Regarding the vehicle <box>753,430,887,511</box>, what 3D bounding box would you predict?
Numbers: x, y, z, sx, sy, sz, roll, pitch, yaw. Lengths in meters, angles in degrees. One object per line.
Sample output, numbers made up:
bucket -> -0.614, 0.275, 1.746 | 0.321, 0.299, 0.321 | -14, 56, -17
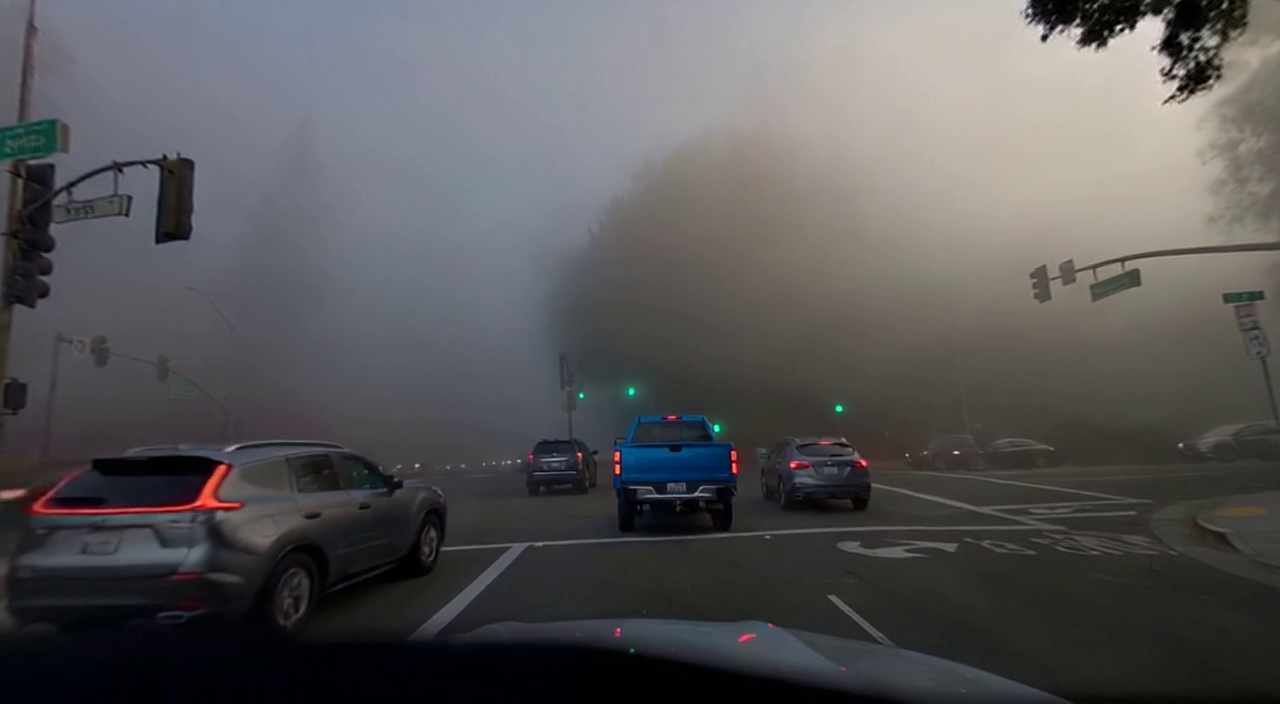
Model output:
vehicle -> 4.129, 2.787, 15.287 | 1.984, 1.659, 4.226 | 0, -8, 0

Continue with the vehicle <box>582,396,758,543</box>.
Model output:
vehicle -> 0.511, 2.019, 11.461 | 2.505, 2.084, 4.768 | 0, -8, 2

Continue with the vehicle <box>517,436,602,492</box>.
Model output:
vehicle -> -2.645, 3.837, 22.043 | 2.125, 1.739, 4.707 | 0, -8, 3

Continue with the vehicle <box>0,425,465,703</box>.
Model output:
vehicle -> -3.318, 1.487, 5.765 | 1.998, 1.481, 4.656 | 0, -8, 1

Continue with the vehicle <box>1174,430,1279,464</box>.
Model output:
vehicle -> 27.610, 4.327, 28.782 | 4.681, 1.458, 1.908 | 0, -8, -1

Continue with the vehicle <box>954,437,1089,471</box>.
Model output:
vehicle -> 16.735, 4.491, 27.794 | 4.809, 1.458, 1.842 | 1, -8, -3

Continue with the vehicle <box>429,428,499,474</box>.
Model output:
vehicle -> -13.061, 7.416, 47.539 | 2.856, 3.139, 8.117 | 0, -8, 0
